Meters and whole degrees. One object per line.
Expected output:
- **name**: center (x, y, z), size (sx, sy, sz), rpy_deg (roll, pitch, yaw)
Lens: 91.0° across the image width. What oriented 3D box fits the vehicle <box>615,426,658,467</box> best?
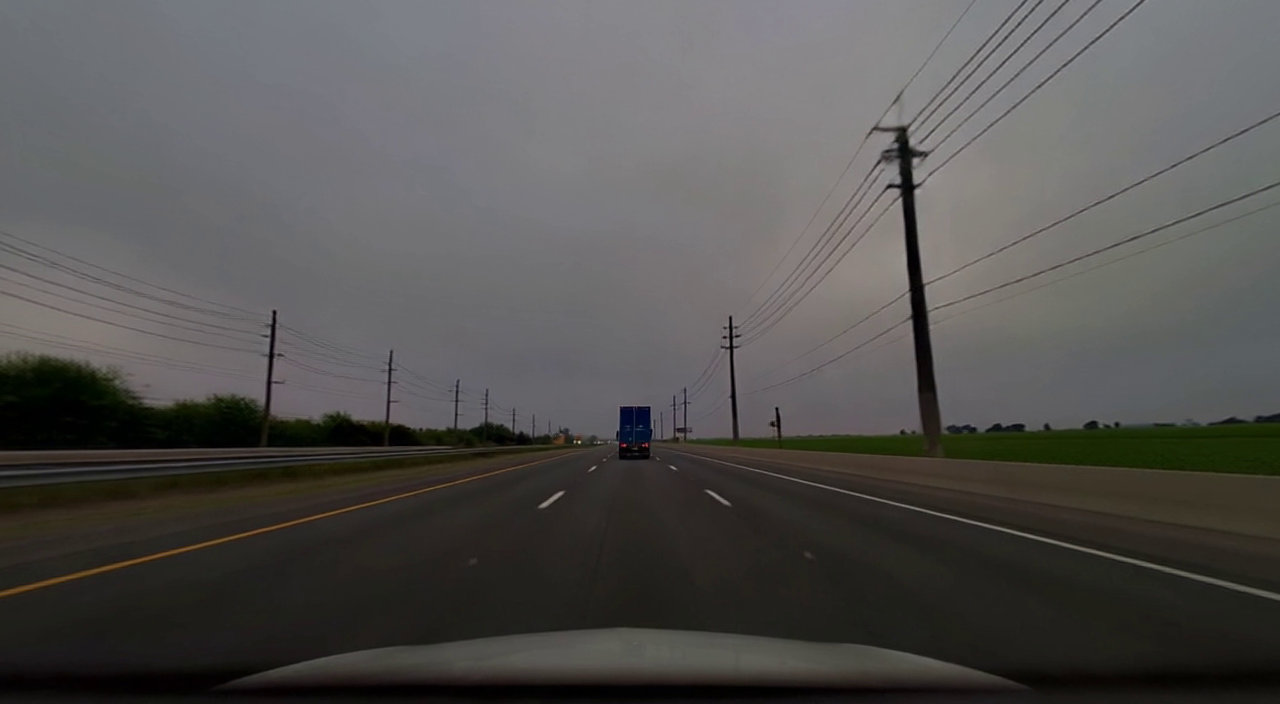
- **vehicle**: center (-0.256, 5.285, 35.205), size (2.240, 2.129, 4.480), rpy_deg (0, -8, -2)
